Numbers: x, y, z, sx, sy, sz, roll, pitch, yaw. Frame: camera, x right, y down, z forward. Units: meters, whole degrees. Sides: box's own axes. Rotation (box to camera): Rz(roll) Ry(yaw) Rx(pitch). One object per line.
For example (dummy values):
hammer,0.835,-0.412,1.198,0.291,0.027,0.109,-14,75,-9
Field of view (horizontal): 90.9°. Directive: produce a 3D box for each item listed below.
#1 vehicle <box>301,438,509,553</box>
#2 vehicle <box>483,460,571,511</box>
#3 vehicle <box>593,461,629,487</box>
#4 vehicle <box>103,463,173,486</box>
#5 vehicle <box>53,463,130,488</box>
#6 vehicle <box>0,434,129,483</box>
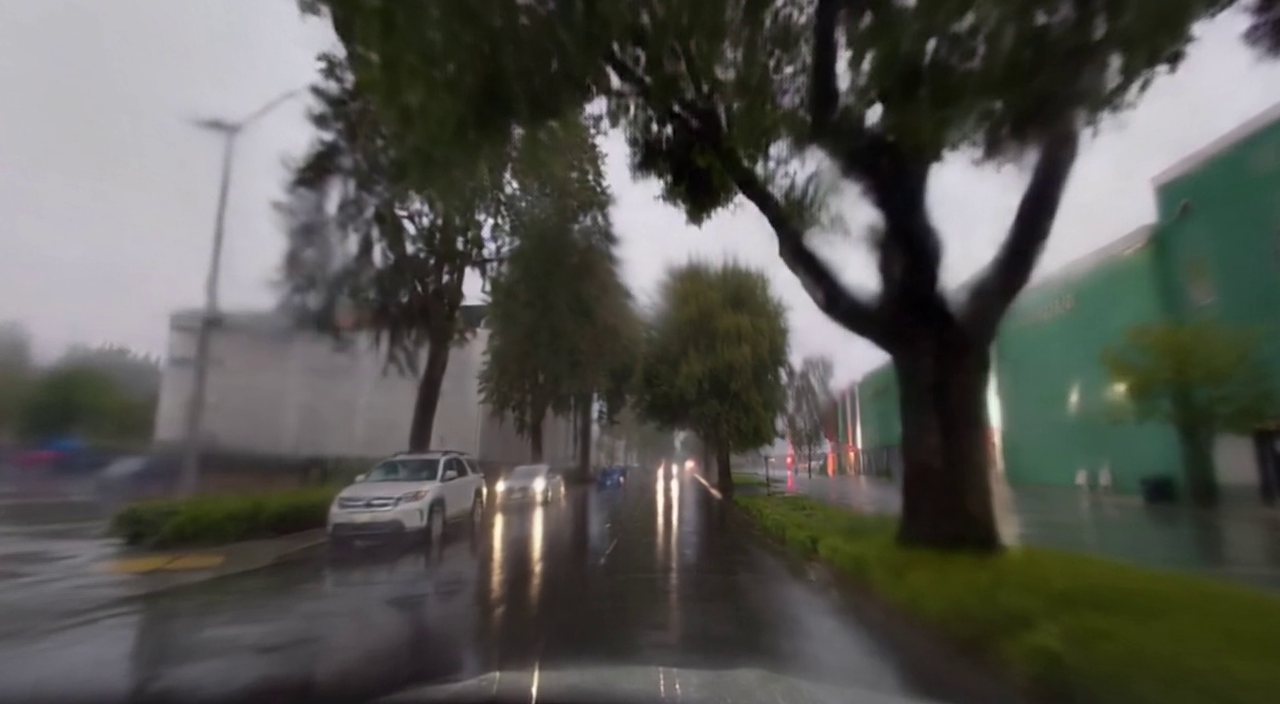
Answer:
vehicle,-4.219,2.677,12.350,2.022,1.776,4.625,-2,-10,4
vehicle,-3.707,4.472,21.471,1.903,1.542,4.115,-2,-10,5
vehicle,-1.915,8.240,42.642,2.011,1.596,3.760,-1,-10,3
vehicle,-31.719,7.747,39.908,1.590,1.392,3.279,0,-11,2
vehicle,-34.713,7.819,39.990,1.576,1.410,3.430,1,-10,3
vehicle,-39.258,7.346,43.256,2.519,3.043,6.151,0,-10,5
